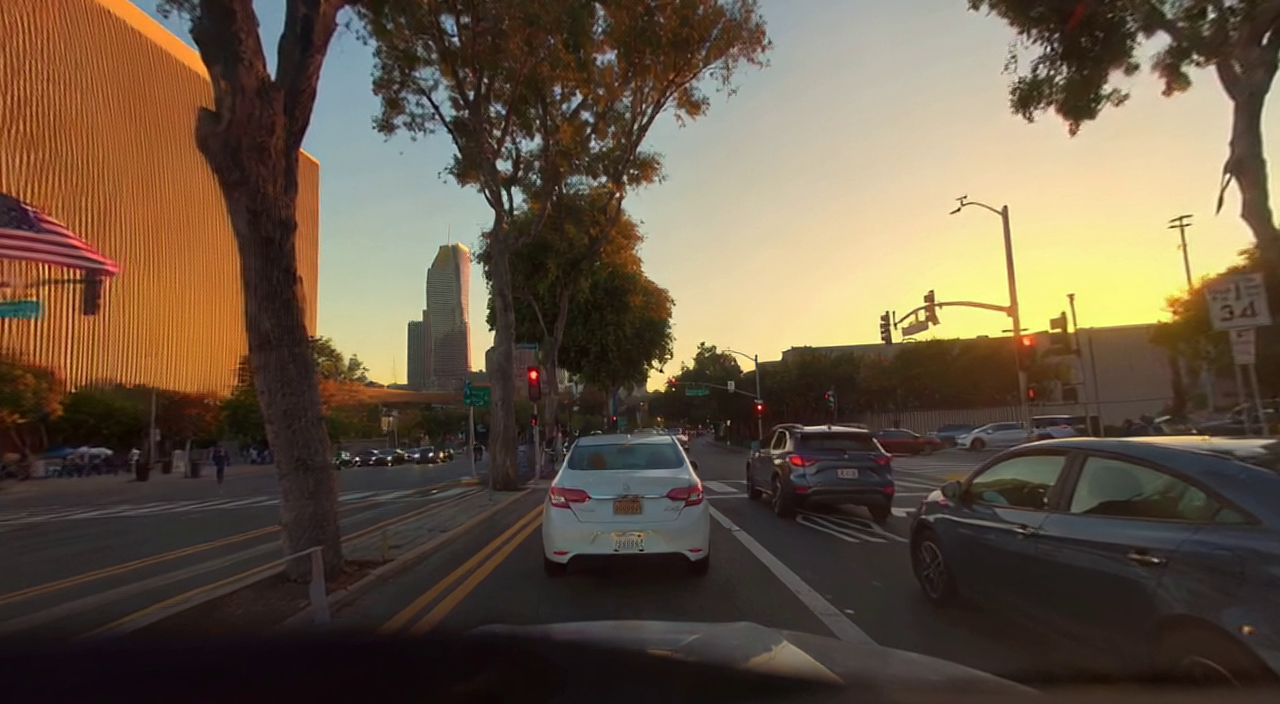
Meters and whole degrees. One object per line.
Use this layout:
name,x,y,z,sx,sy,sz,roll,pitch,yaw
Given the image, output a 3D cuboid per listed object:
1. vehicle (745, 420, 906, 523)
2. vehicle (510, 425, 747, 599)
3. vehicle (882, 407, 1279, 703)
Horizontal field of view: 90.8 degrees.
vehicle,3.539,2.381,13.108,1.978,1.738,4.599,0,-8,1
vehicle,-0.116,1.699,7.546,2.096,1.521,3.747,0,-8,0
vehicle,3.374,1.203,4.148,1.833,1.465,4.258,0,-8,-1
